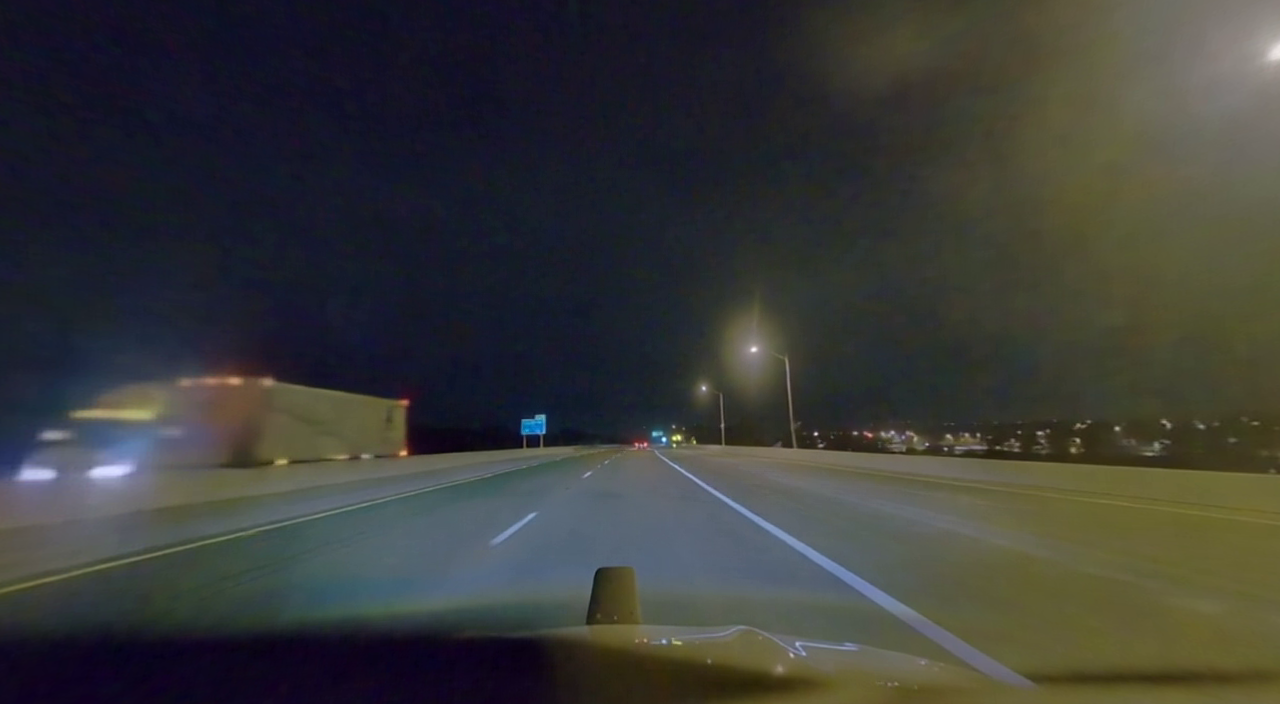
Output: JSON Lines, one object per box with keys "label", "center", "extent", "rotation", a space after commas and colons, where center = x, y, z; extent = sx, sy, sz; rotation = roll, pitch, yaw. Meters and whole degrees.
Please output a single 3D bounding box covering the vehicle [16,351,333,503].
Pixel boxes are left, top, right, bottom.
{"label": "vehicle", "center": [-14.666, 2.674, 21.651], "extent": [2.992, 3.959, 10.297], "rotation": [0, -8, 0]}
